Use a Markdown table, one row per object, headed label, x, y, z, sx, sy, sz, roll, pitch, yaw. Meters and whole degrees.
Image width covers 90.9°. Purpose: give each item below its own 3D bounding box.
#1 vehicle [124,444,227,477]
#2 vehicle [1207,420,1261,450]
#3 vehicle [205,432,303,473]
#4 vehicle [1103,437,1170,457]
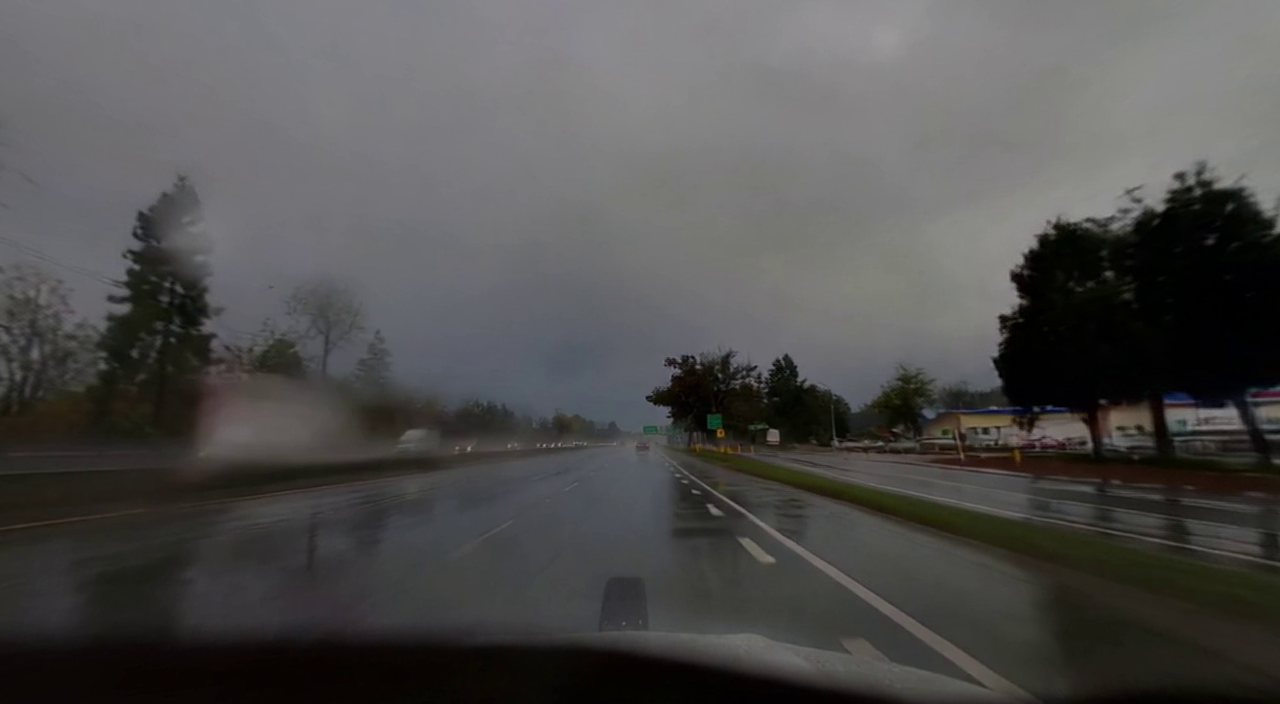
| label | x | y | z | sx | sy | sz | roll | pitch | yaw |
| --- | --- | --- | --- | --- | --- | --- | --- | --- | --- |
| vehicle | -25.140 | 5.841 | 34.373 | 1.961 | 1.634 | 4.758 | 0 | -8 | 0 |
| vehicle | 39.836 | 5.541 | 42.276 | 2.209 | 1.949 | 1.850 | 4 | -8 | -28 |
| vehicle | -29.236 | 7.594 | 48.360 | 2.256 | 2.796 | 8.592 | 0 | -7 | -1 |
| vehicle | 34.915 | 6.683 | 44.348 | 4.865 | 1.367 | 2.082 | 5 | -10 | -32 |
